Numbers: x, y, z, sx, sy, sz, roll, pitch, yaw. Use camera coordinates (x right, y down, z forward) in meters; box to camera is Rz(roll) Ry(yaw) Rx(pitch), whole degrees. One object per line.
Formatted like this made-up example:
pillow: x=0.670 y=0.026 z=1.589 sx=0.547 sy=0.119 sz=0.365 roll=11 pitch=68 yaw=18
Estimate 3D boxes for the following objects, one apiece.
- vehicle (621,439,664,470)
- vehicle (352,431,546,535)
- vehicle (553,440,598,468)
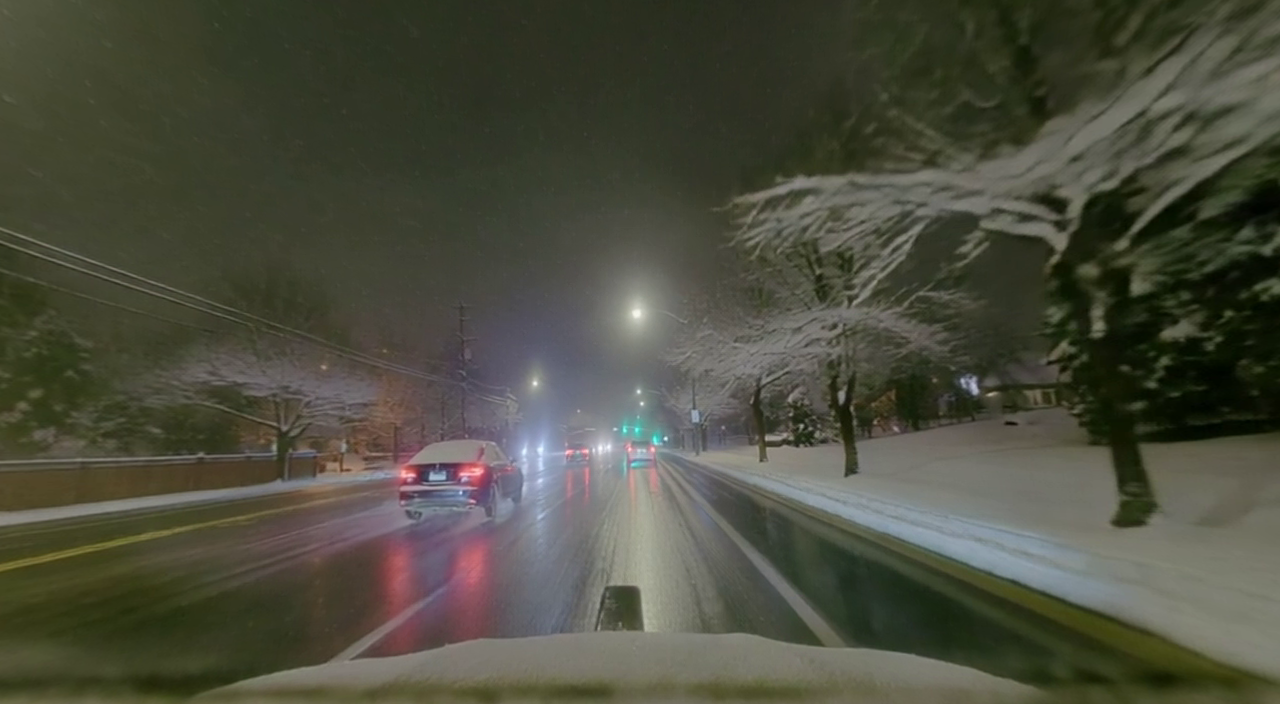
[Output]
vehicle: x=0.123 y=5.214 z=32.146 sx=2.065 sy=1.456 sz=4.099 roll=0 pitch=-8 yaw=0
vehicle: x=-3.064 y=2.206 z=11.249 sx=2.030 sy=1.467 sz=4.403 roll=0 pitch=-8 yaw=1
vehicle: x=-3.560 y=5.698 z=35.353 sx=2.114 sy=1.500 sz=3.912 roll=0 pitch=-8 yaw=0
